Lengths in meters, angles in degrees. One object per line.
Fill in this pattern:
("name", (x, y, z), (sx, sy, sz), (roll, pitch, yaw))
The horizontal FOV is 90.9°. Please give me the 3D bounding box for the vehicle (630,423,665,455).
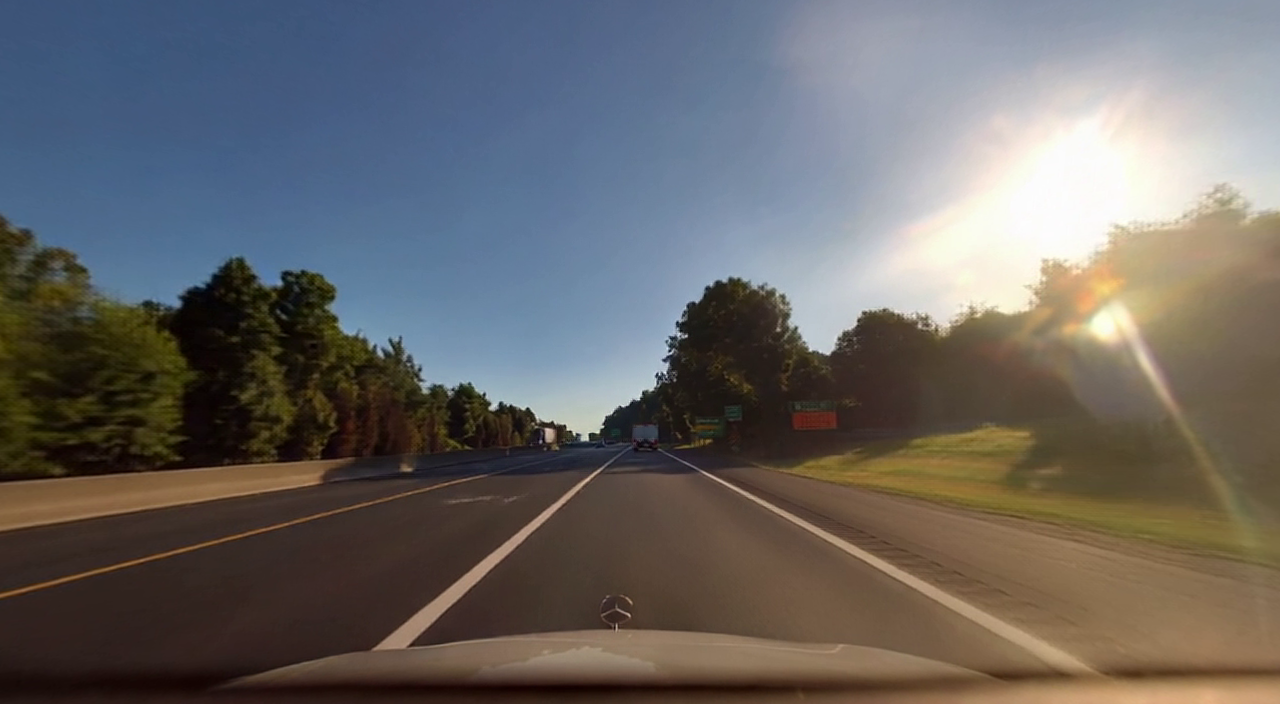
("vehicle", (0.487, 6.779, 49.096), (2.495, 2.327, 5.800), (0, -8, -1))
